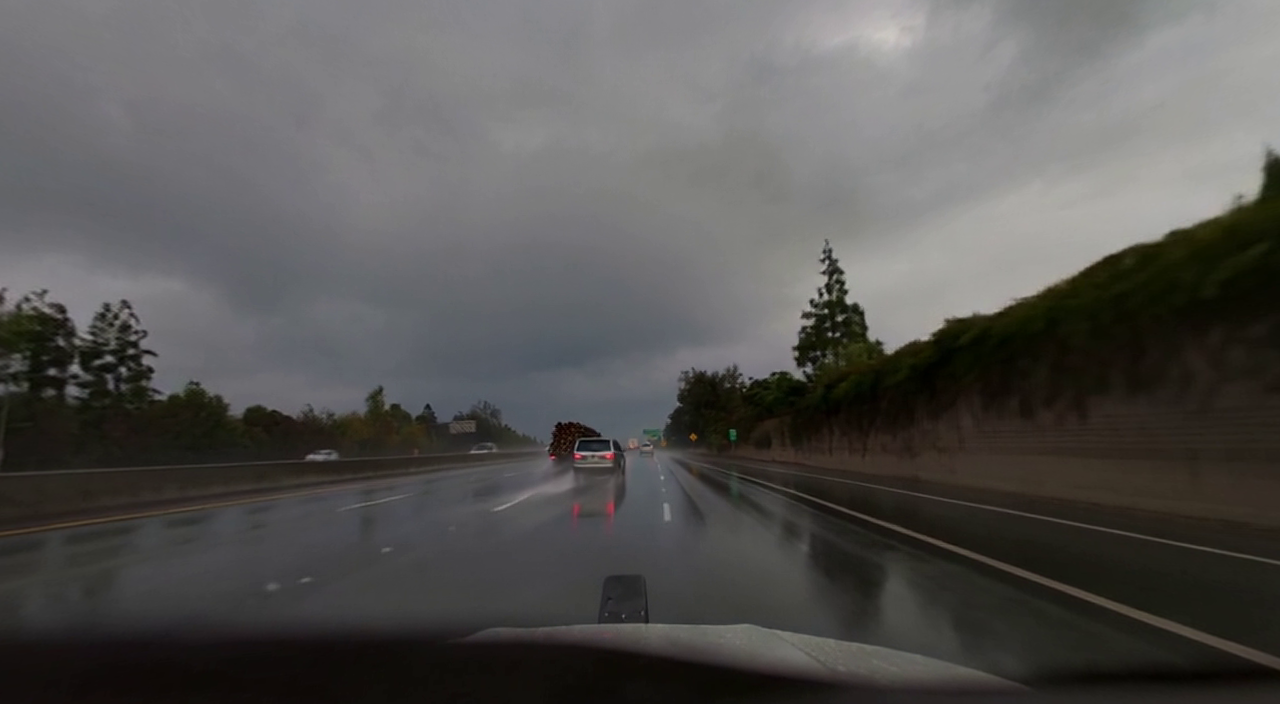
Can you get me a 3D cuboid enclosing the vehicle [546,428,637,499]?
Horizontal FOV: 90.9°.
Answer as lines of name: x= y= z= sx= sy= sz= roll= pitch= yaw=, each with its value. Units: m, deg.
vehicle: x=-1.251 y=3.191 z=18.369 sx=2.114 sy=1.787 sz=4.365 roll=-1 pitch=-8 yaw=2
